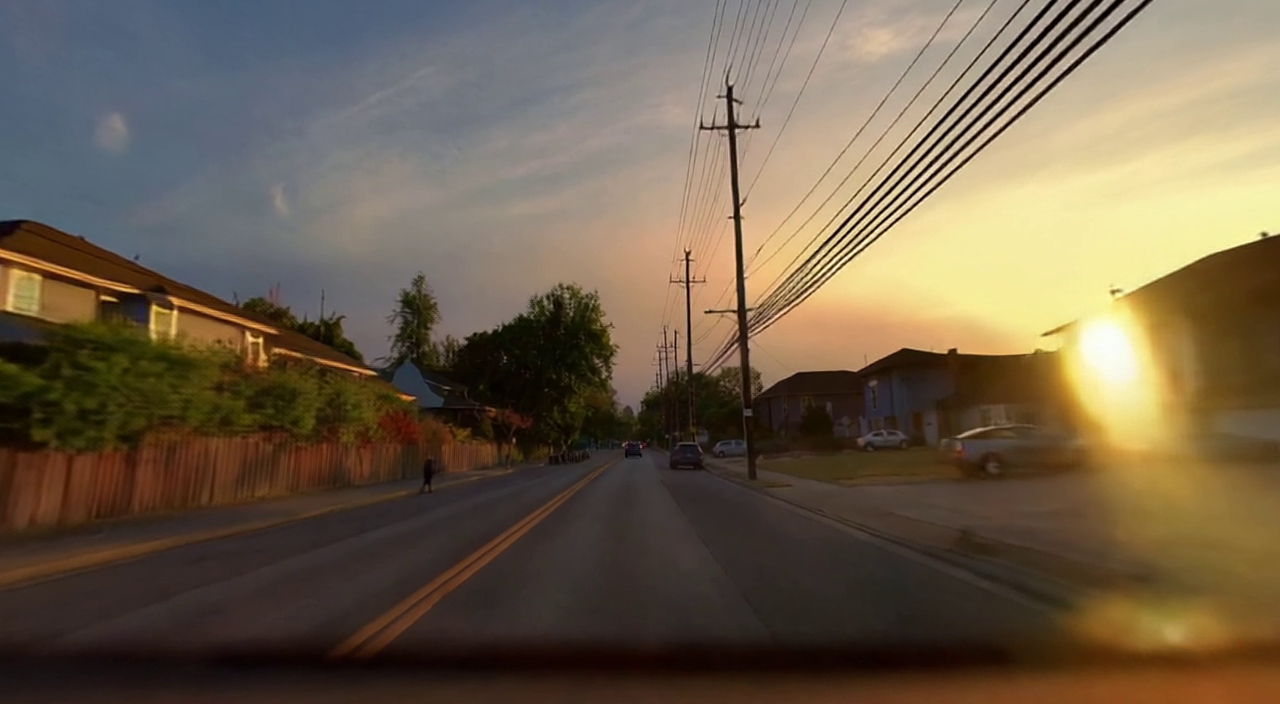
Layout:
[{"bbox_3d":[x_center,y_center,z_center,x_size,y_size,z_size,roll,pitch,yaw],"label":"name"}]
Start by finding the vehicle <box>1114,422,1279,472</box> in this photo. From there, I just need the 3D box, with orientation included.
[{"bbox_3d":[18.816,3.141,20.872,4.558,1.554,1.990,0,-9,4],"label":"vehicle"}]

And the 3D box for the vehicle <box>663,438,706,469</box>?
[{"bbox_3d":[2.569,6.005,37.510,2.108,1.710,4.499,0,-8,-1],"label":"vehicle"}]

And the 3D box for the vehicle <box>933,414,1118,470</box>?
[{"bbox_3d":[12.630,2.992,20.987,4.701,1.745,2.083,-1,-9,2],"label":"vehicle"}]

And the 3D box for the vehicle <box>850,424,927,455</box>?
[{"bbox_3d":[17.725,6.249,45.245,4.457,1.780,2.170,-5,-8,-1],"label":"vehicle"}]
